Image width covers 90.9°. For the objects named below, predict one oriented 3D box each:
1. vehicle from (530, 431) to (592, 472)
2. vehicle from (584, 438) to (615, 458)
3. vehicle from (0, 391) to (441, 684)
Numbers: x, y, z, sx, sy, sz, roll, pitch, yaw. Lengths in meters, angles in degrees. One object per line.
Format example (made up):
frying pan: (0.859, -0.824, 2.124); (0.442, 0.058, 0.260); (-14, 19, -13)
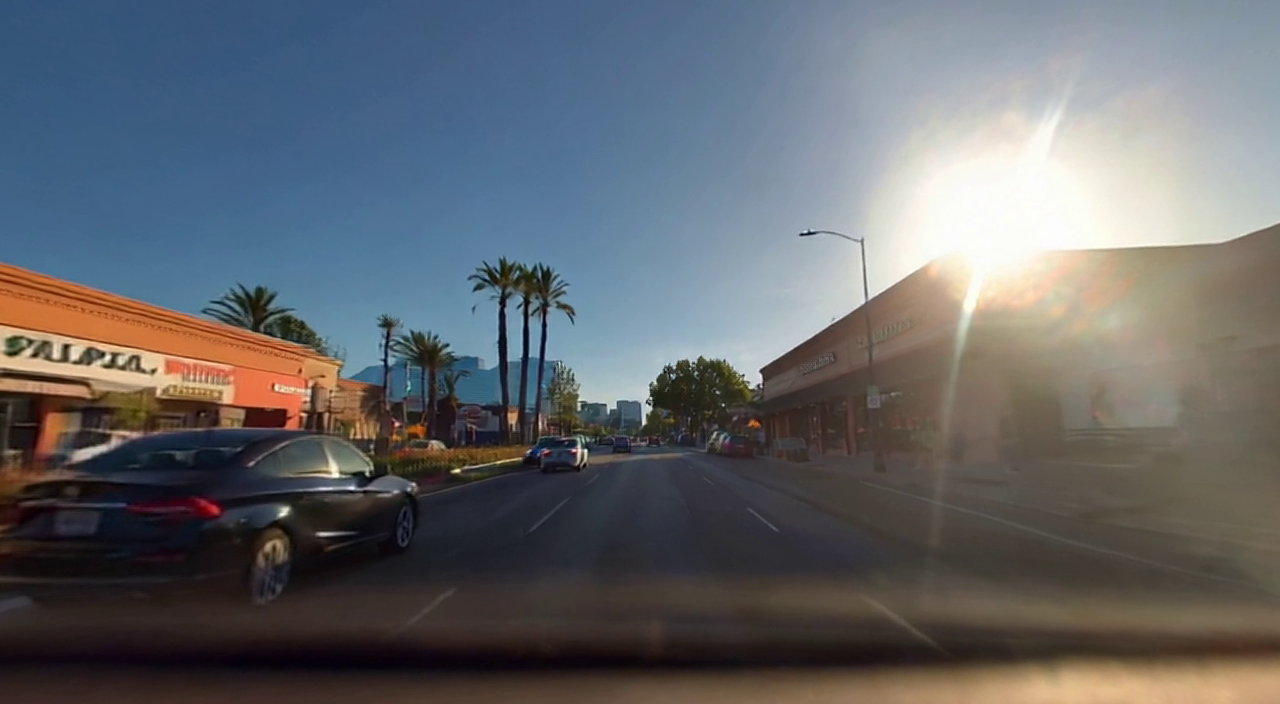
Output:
vehicle: (-3.298, 4.257, 27.135); (2.024, 1.636, 4.121); (0, -8, 1)
vehicle: (-3.092, 7.470, 49.239); (2.044, 1.462, 4.624); (0, -8, 1)
vehicle: (-3.535, 1.284, 5.560); (2.032, 1.511, 4.424); (0, -8, 1)
